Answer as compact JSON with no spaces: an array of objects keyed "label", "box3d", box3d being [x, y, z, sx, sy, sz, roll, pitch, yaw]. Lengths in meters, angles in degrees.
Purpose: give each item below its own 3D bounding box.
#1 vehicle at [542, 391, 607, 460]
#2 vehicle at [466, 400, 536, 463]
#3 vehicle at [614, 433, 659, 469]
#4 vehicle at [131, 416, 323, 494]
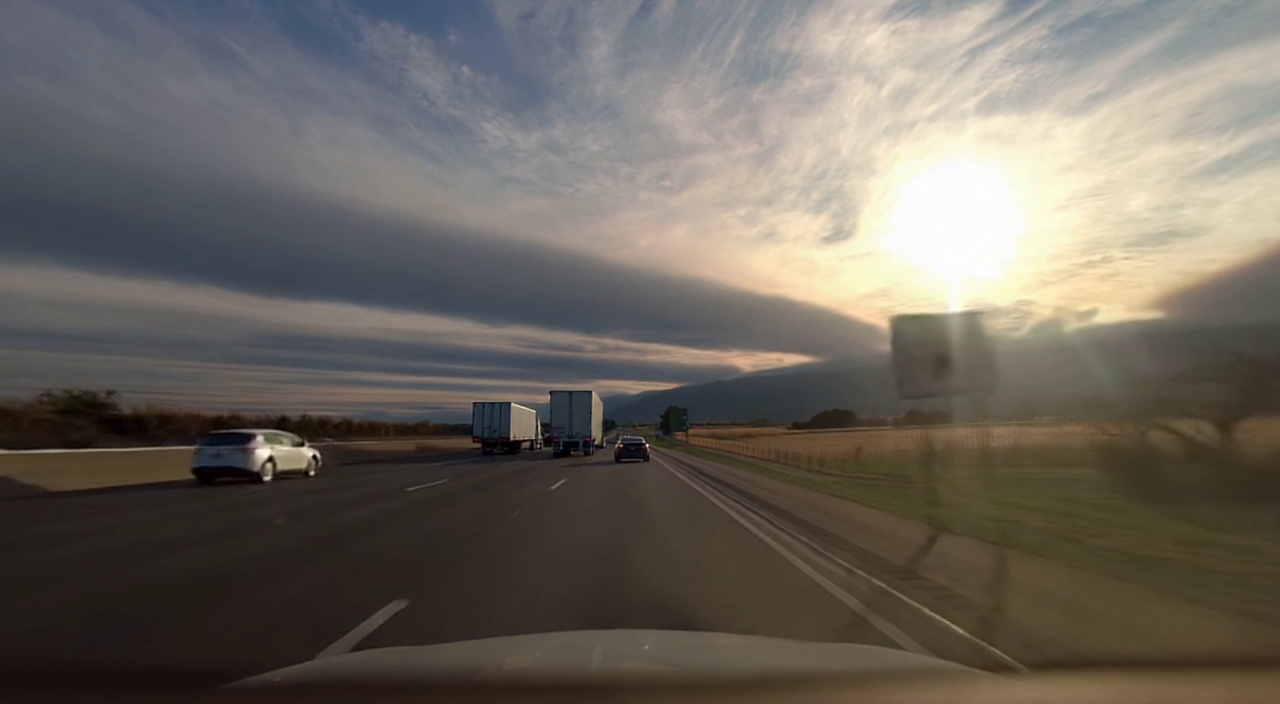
[{"label":"vehicle","box3d":[-4.282,5.496,45.449,3.475,4.037,17.454,0,-8,-2]},{"label":"vehicle","box3d":[-8.137,4.788,37.812,2.728,3.405,7.096,0,-8,-2]},{"label":"vehicle","box3d":[-0.228,4.375,27.976,1.891,1.477,3.599,0,-8,-2]},{"label":"vehicle","box3d":[-11.122,2.813,17.531,2.153,1.841,4.790,0,-8,-1]}]
